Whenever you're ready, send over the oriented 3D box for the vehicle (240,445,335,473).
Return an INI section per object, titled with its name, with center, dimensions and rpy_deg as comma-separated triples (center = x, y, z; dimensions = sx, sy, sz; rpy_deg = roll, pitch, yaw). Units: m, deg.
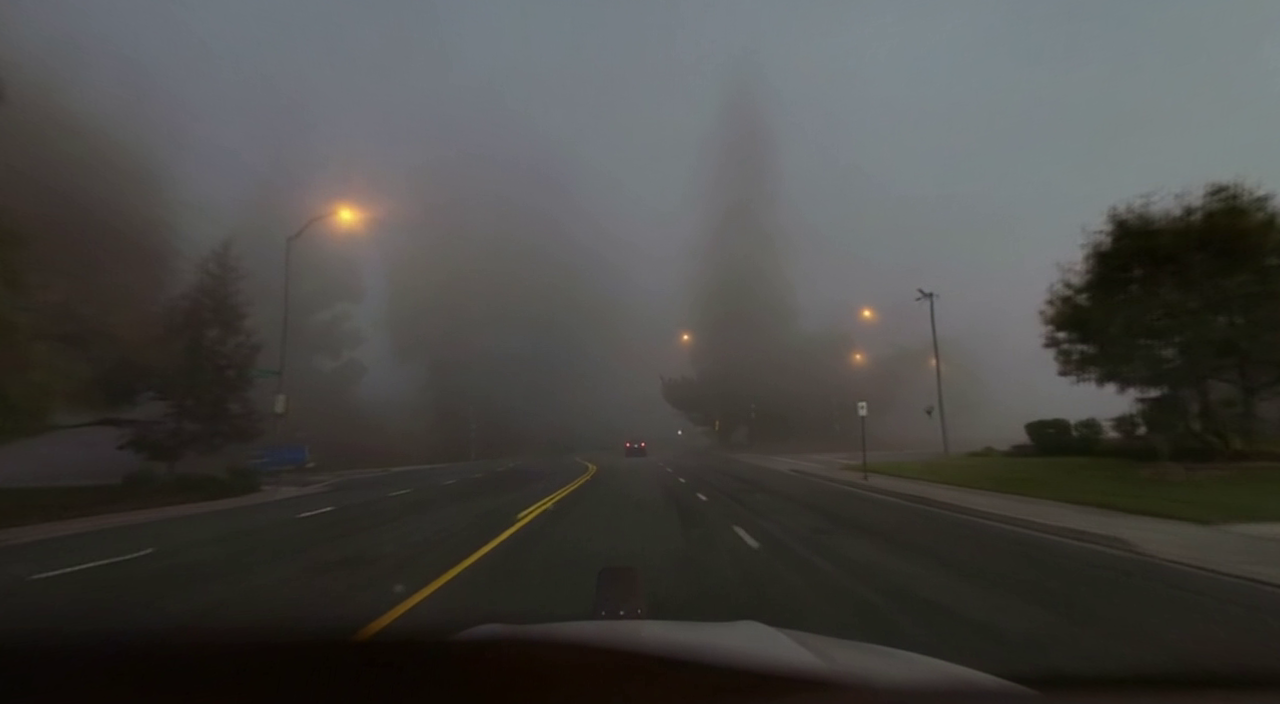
[vehicle]
center = -26.020, 7.890, 46.924
dimensions = 2.239, 1.961, 5.660
rpy_deg = -6, -10, 33
